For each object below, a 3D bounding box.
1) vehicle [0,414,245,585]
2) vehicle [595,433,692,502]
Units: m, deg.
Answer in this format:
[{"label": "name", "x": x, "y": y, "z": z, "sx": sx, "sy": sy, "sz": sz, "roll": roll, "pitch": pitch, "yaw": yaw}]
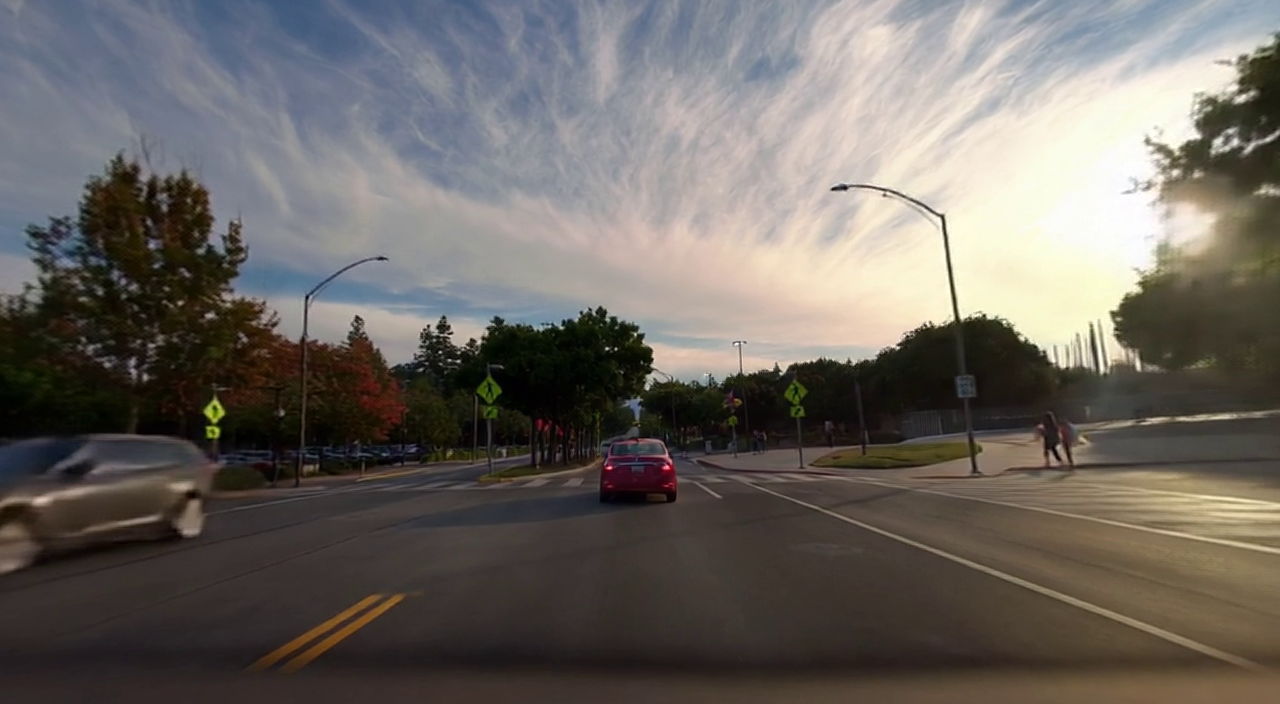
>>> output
[{"label": "vehicle", "x": -8.434, "y": 1.973, "z": 9.166, "sx": 2.179, "sy": 1.933, "sz": 5.034, "roll": -1, "pitch": -8, "yaw": -1}, {"label": "vehicle", "x": 0.009, "y": 2.970, "z": 16.740, "sx": 2.221, "sy": 1.570, "sz": 4.398, "roll": 0, "pitch": -8, "yaw": -2}]
